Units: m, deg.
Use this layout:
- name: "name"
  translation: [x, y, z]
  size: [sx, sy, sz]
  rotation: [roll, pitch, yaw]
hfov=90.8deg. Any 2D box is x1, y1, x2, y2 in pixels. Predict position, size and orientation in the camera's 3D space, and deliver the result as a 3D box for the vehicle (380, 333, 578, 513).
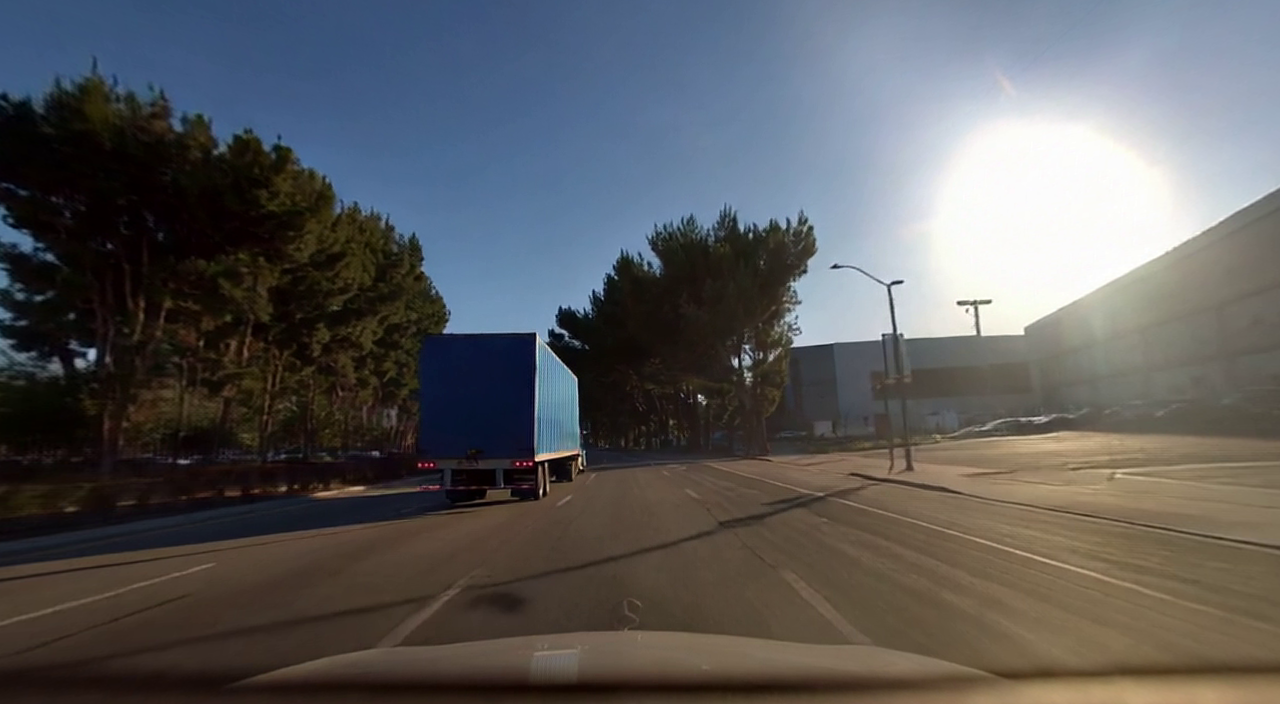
- name: "vehicle"
  translation: [-3.440, 1.924, 16.222]
  size: [2.910, 3.419, 8.376]
  rotation: [0, -8, 0]
